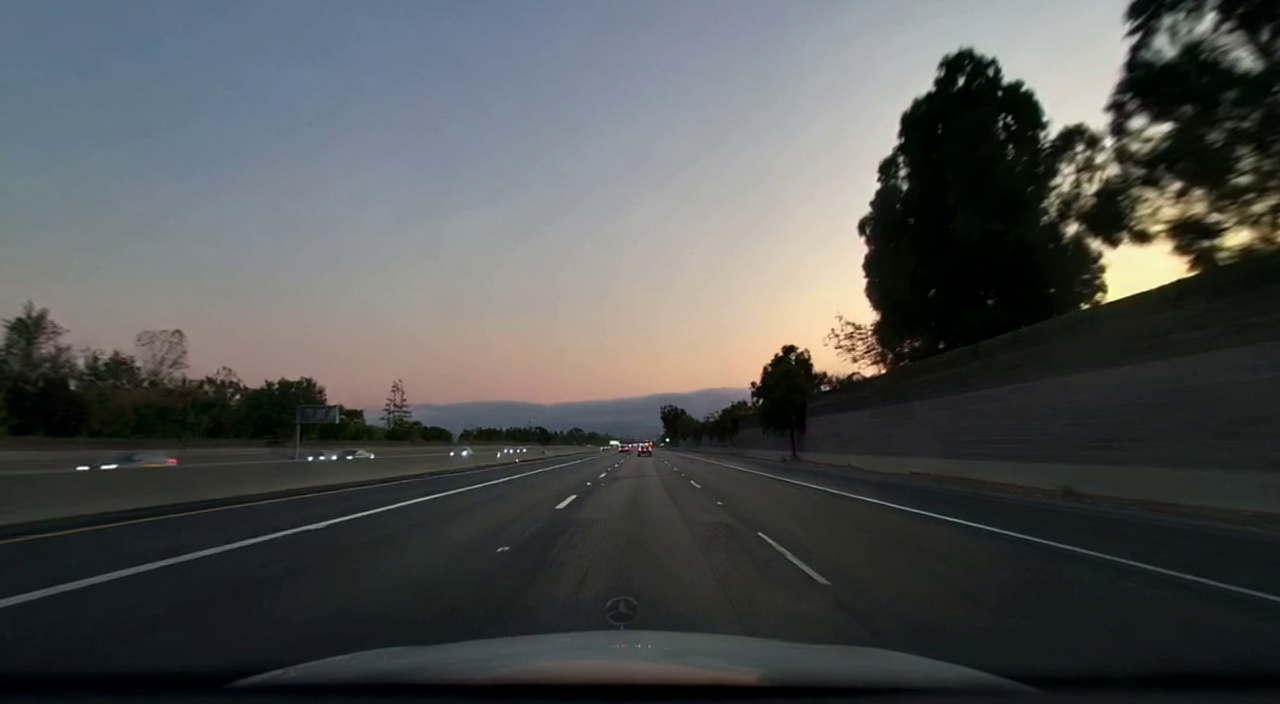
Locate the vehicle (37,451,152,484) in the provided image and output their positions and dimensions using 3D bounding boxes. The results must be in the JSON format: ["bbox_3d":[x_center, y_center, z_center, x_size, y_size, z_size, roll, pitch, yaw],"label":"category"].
[{"bbox_3d":[-35.732,7.519,41.544,2.235,1.961,5.862,0,-9,1],"label":"vehicle"}]
